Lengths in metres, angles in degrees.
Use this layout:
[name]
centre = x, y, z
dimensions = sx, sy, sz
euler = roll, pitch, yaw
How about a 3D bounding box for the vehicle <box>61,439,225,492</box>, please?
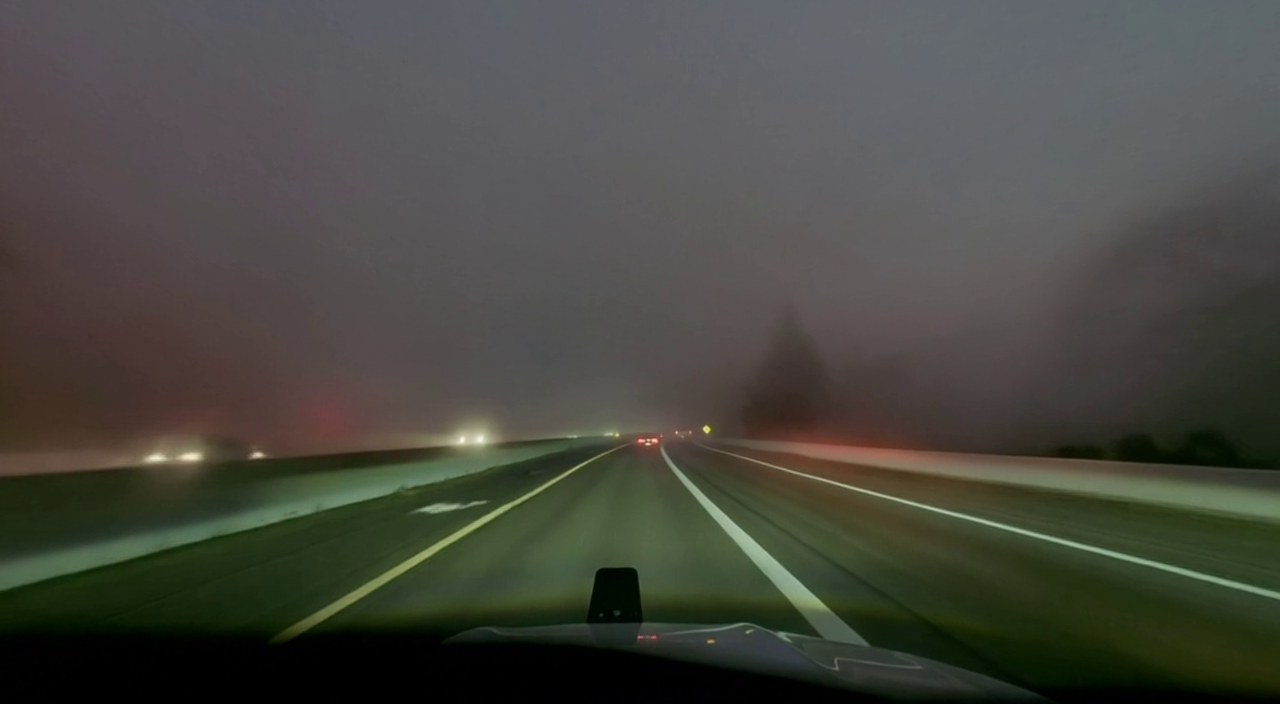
[vehicle]
centre = -15.297, 3.457, 19.701
dimensions = 1.833, 1.448, 4.087
euler = 0, -8, -1
